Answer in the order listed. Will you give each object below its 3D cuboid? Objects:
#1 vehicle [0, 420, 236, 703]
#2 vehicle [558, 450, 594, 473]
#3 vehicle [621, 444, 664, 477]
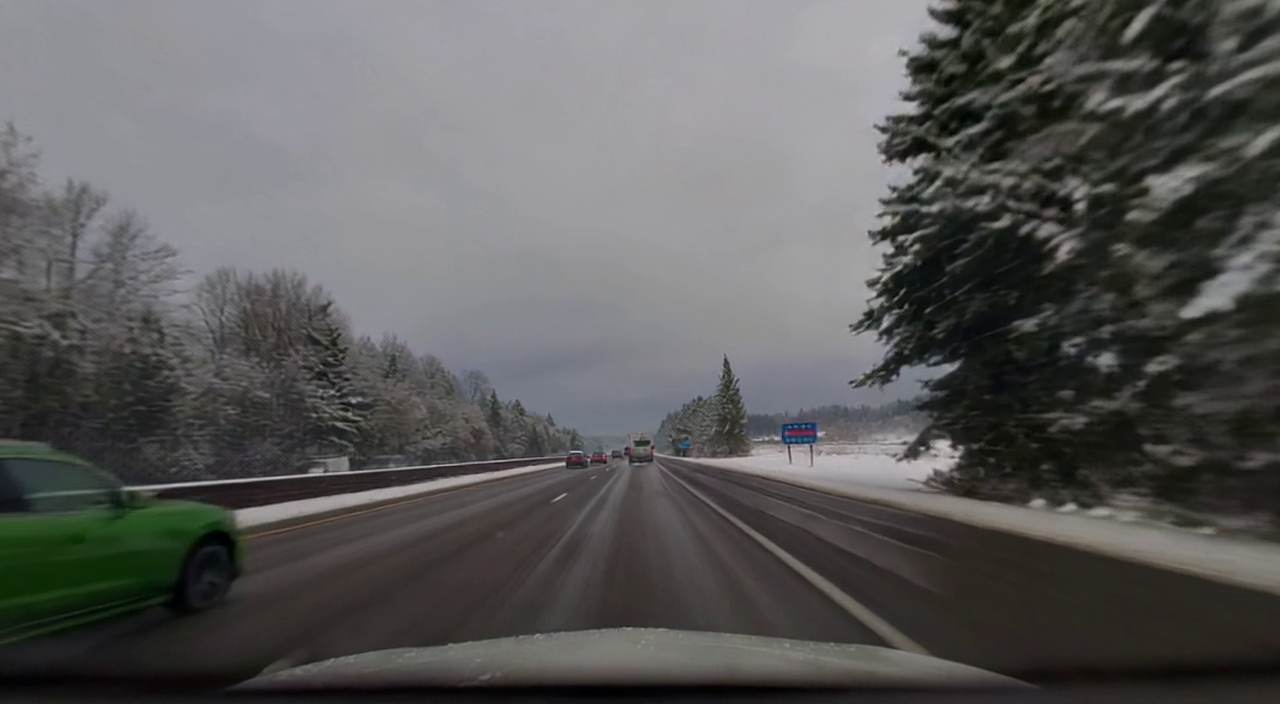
[{"bbox_3d":[-4.165,1.000,2.629,1.998,1.460,4.422,0,-9,0],"label":"vehicle"},{"bbox_3d":[-4.307,7.415,42.876,2.031,1.482,4.248,0,-9,-1],"label":"vehicle"},{"bbox_3d":[0.123,5.930,34.532,2.172,1.687,3.929,0,-9,0],"label":"vehicle"}]
